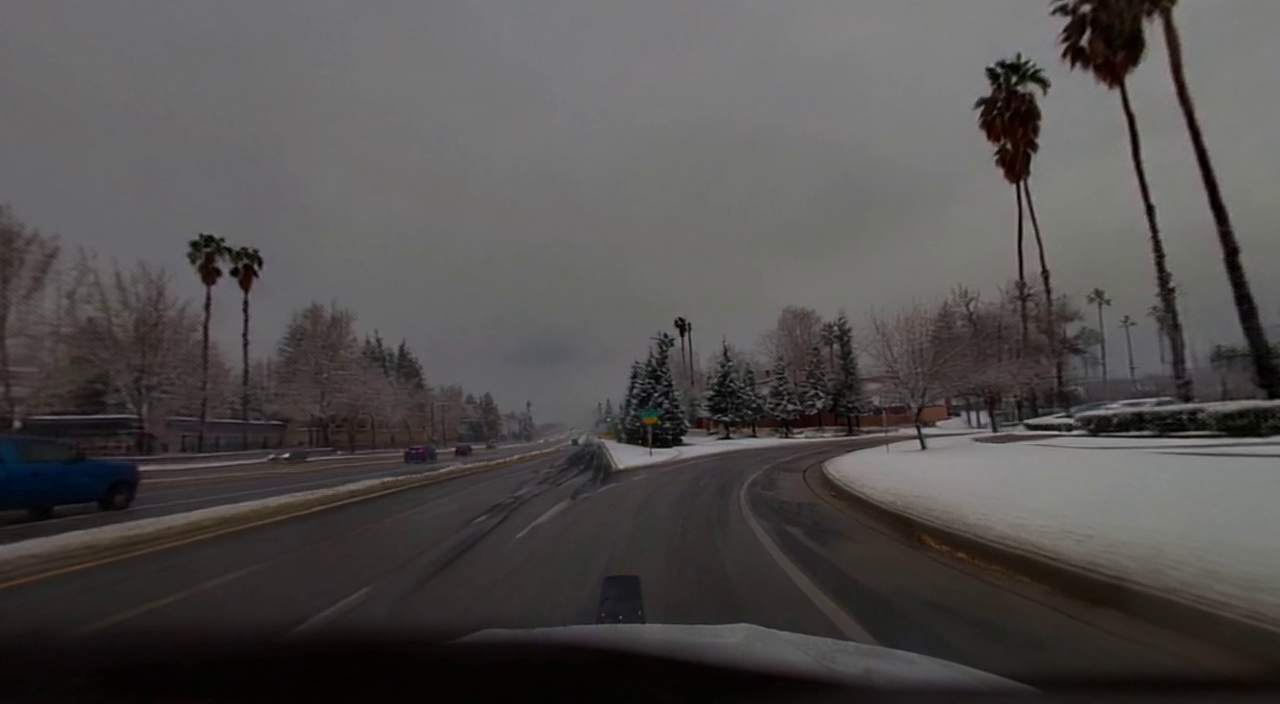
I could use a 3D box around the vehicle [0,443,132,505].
[{"bbox_3d":[-24.461,4.643,24.453,2.819,2.204,8.236,1,-9,-2],"label":"vehicle"}]
